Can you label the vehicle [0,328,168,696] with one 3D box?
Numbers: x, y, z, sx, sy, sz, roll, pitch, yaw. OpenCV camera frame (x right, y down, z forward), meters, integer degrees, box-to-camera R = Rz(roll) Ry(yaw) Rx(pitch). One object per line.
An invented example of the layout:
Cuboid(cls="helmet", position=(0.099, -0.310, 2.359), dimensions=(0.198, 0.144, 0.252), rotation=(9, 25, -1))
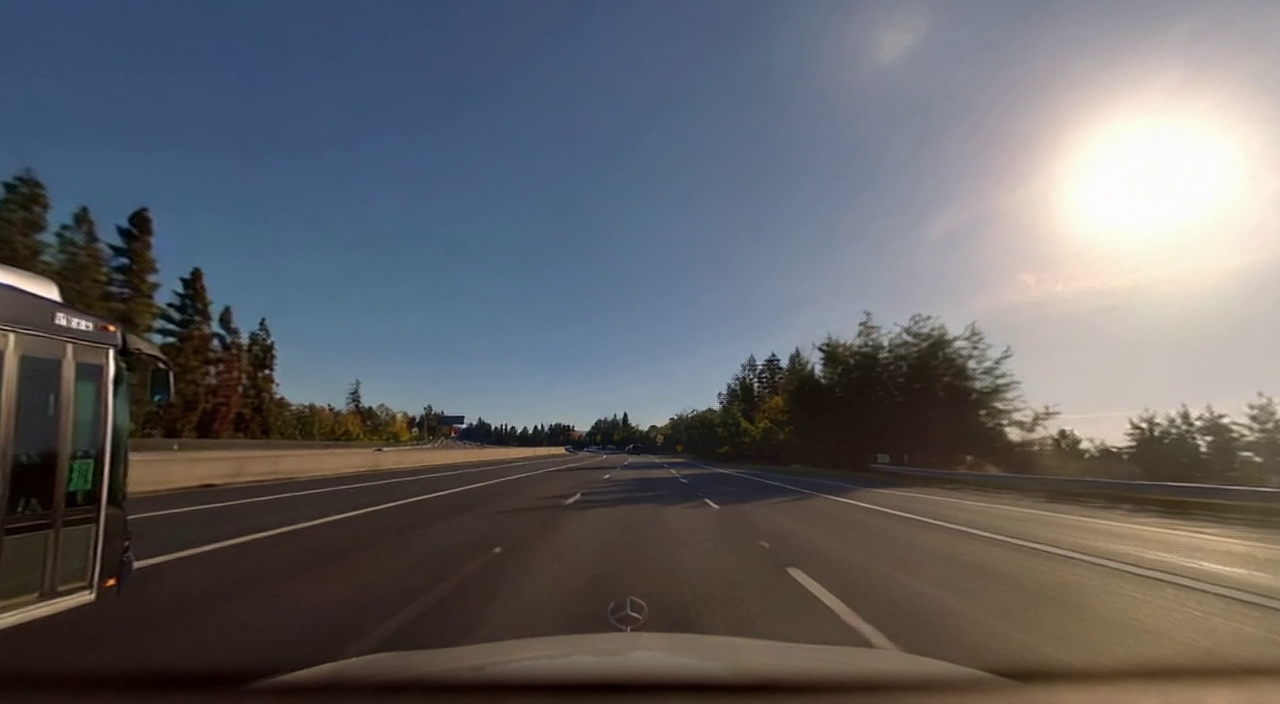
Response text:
Cuboid(cls="vehicle", position=(-4.565, 0.656, 1.949), dimensions=(2.127, 1.985, 5.205), rotation=(0, -8, 0))
